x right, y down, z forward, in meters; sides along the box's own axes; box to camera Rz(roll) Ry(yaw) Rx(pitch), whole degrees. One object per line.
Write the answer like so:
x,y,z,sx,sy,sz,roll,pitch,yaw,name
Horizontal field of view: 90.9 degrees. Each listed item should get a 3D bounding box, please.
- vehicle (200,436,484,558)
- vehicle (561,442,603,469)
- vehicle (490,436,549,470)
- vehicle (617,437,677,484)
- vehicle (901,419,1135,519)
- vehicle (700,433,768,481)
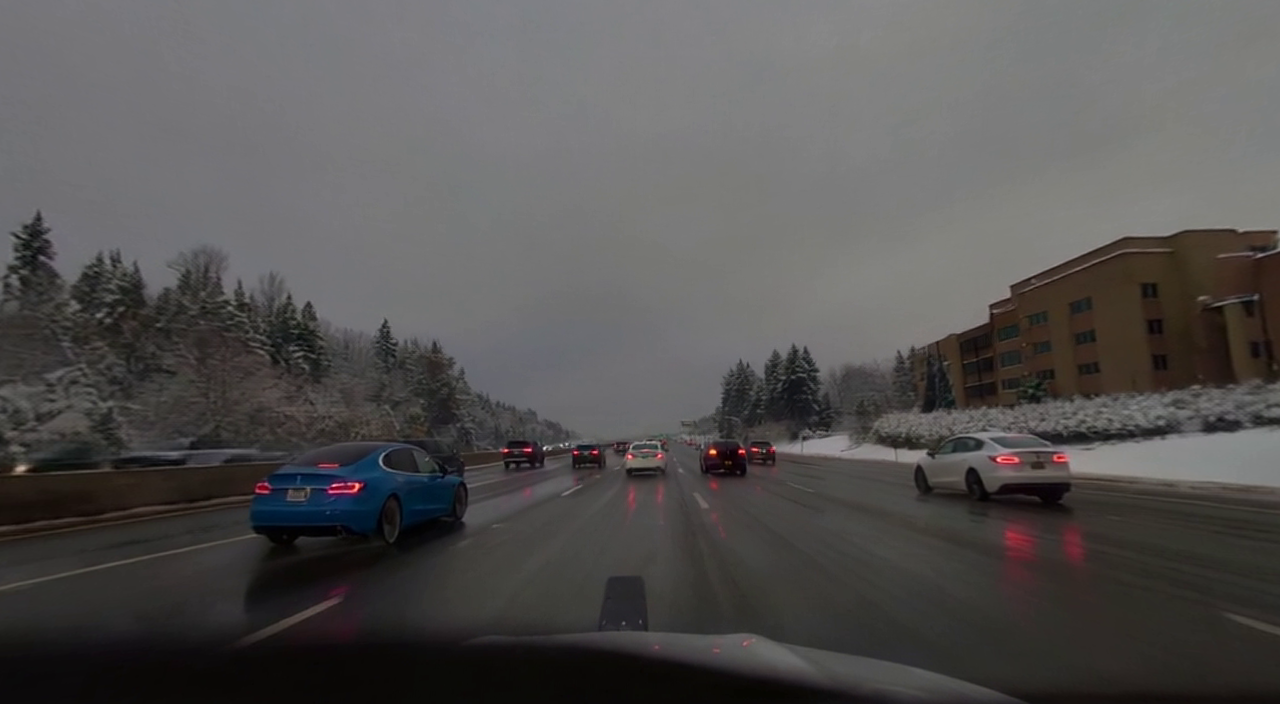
-4.275,2.138,10.150,2.116,1.473,4.644,-1,-8,3,vehicle
-3.310,6.043,36.977,1.886,1.455,4.148,-1,-8,3,vehicle
-6.961,5.885,37.044,2.187,1.851,5.085,-1,-8,3,vehicle
0.320,4.098,24.199,2.102,1.624,4.257,-1,-8,2,vehicle
7.687,2.421,13.627,1.960,1.726,5.016,0,-8,1,vehicle
3.607,4.122,24.964,2.114,1.715,4.136,-1,-8,1,vehicle
